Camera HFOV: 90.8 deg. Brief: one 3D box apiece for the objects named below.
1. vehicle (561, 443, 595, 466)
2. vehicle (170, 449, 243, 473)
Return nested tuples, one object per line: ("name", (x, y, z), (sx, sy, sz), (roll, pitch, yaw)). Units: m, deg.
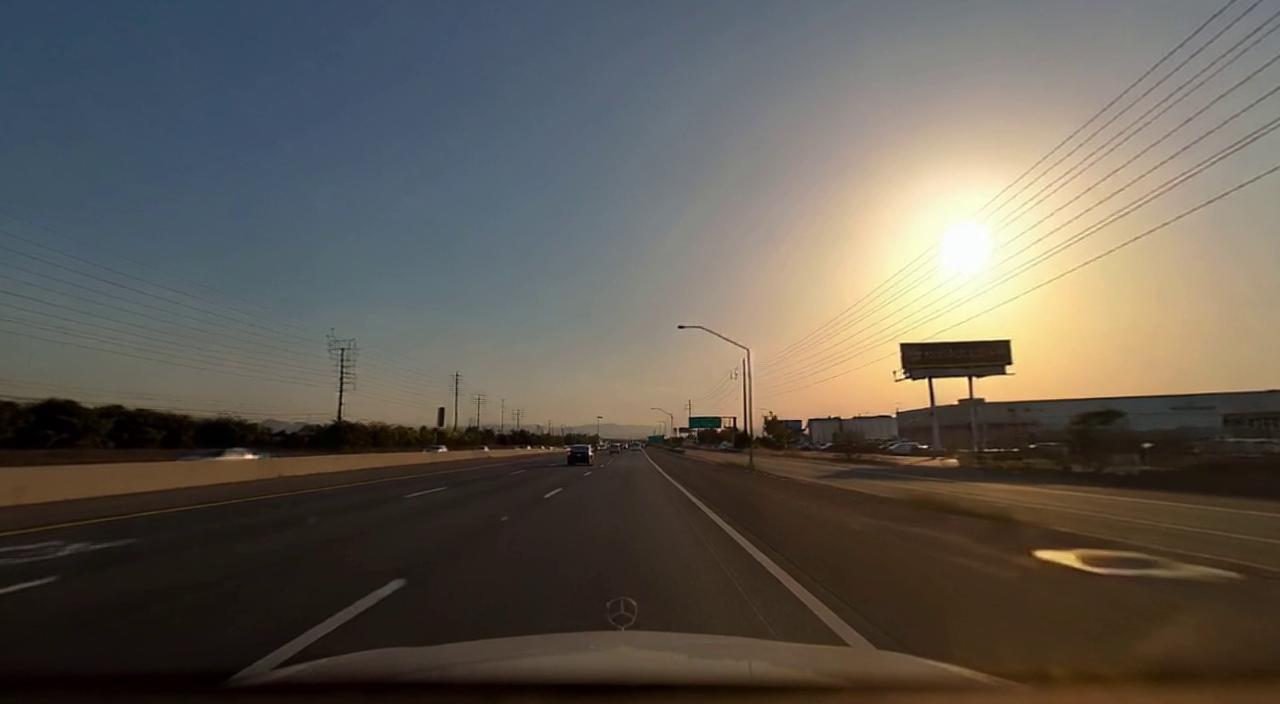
("vehicle", (-4.256, 7.143, 44.127), (1.940, 1.479, 4.545), (0, -9, 0))
("vehicle", (-29.173, 7.331, 42.728), (1.858, 1.472, 4.338), (0, -9, 0))
